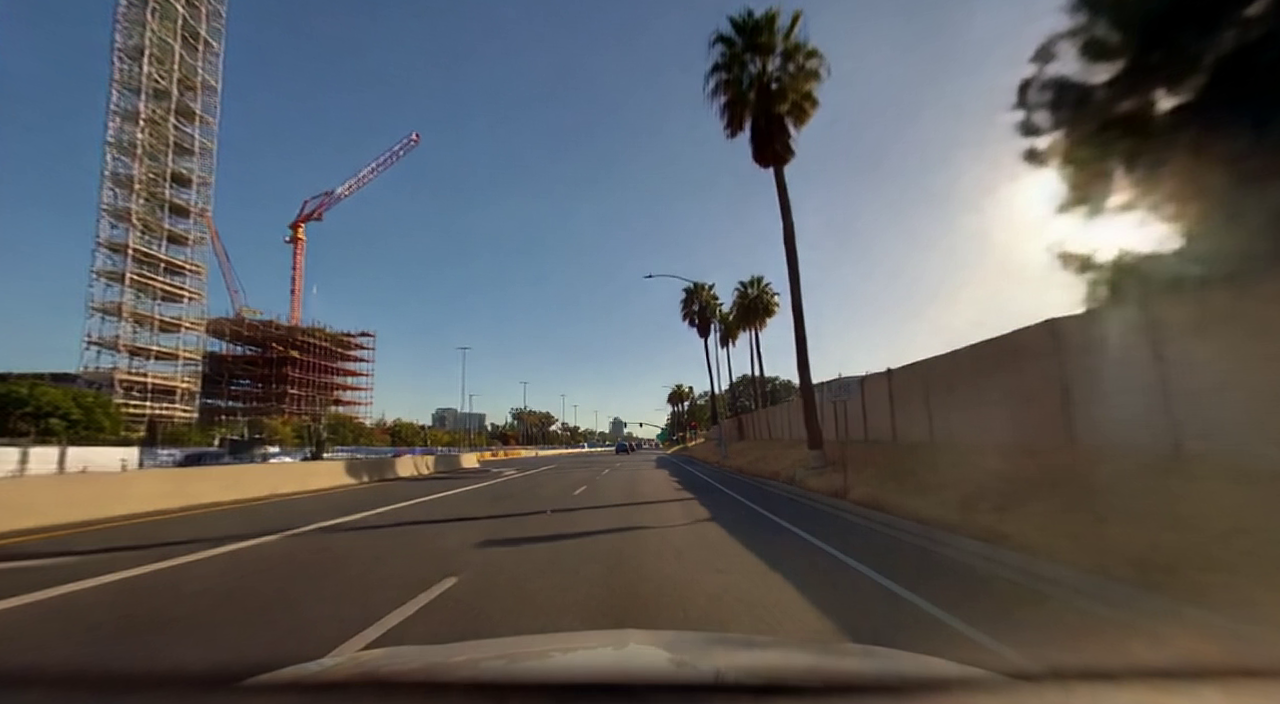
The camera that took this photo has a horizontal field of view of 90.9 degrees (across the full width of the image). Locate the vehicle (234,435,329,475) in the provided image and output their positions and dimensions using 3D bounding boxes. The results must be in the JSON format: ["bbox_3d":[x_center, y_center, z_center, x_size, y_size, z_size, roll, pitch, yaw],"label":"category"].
[{"bbox_3d":[-26.512,7.571,46.576,6.454,2.718,3.175,-5,-10,31],"label":"vehicle"}]
